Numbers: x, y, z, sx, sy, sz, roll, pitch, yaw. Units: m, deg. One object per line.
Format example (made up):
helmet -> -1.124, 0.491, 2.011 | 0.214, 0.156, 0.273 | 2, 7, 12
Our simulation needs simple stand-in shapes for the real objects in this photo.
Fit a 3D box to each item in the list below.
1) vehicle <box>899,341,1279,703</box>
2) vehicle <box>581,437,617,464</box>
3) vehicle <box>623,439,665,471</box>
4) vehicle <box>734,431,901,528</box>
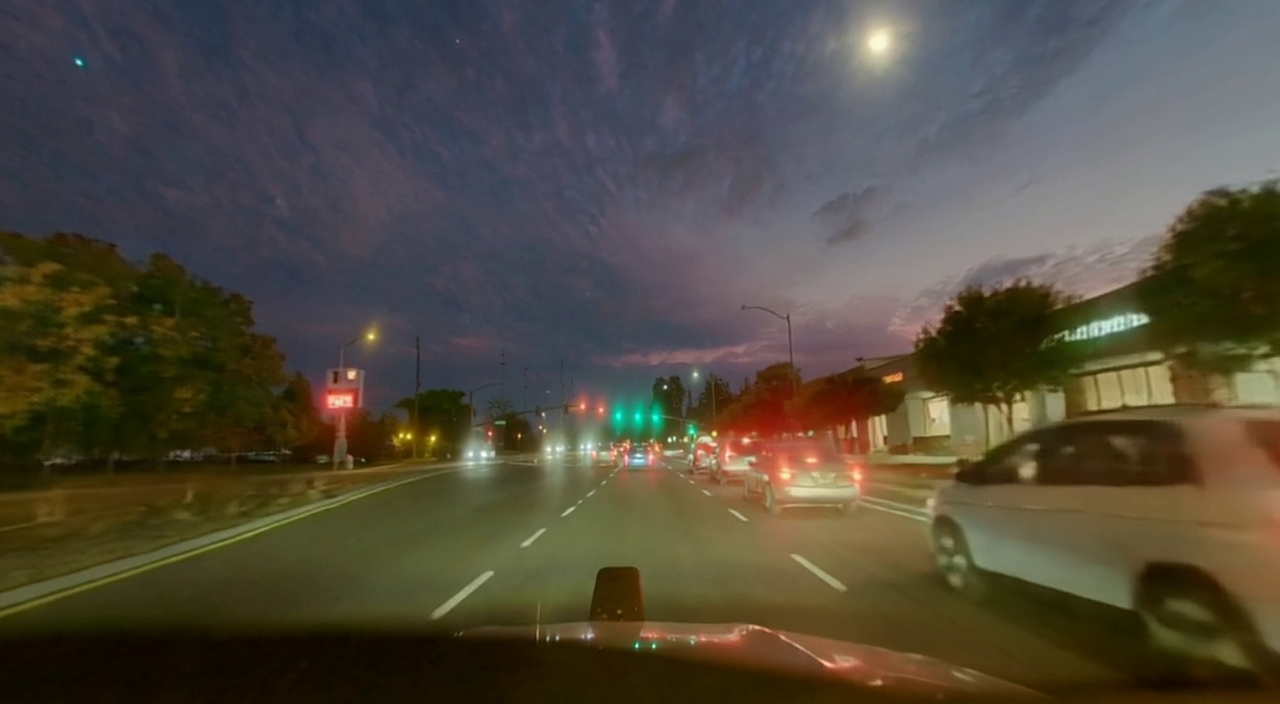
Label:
vehicle -> 3.492, 0.997, 3.793 | 2.085, 1.668, 4.077 | 0, -9, -1
vehicle -> -2.906, 7.150, 46.040 | 2.280, 1.810, 4.903 | -1, -9, 0
vehicle -> 0.159, 5.273, 32.433 | 2.023, 1.532, 3.891 | 0, -9, -1
vehicle -> 3.133, 2.354, 12.289 | 1.864, 1.484, 4.662 | 0, -9, 0
